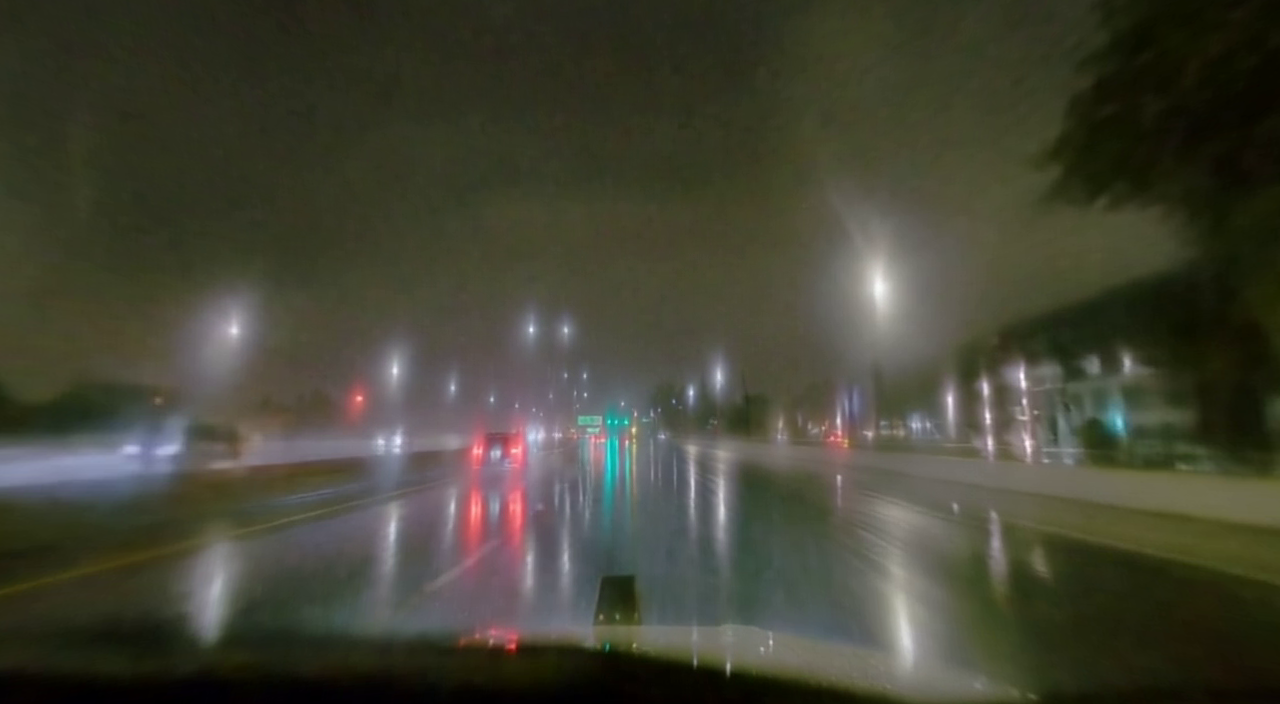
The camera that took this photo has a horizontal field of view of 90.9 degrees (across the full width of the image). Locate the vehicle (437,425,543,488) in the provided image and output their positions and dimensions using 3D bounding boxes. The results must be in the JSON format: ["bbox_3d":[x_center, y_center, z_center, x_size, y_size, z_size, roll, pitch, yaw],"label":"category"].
[{"bbox_3d":[-4.146,2.947,18.187,2.062,1.591,4.156,0,-8,-1],"label":"vehicle"}]
